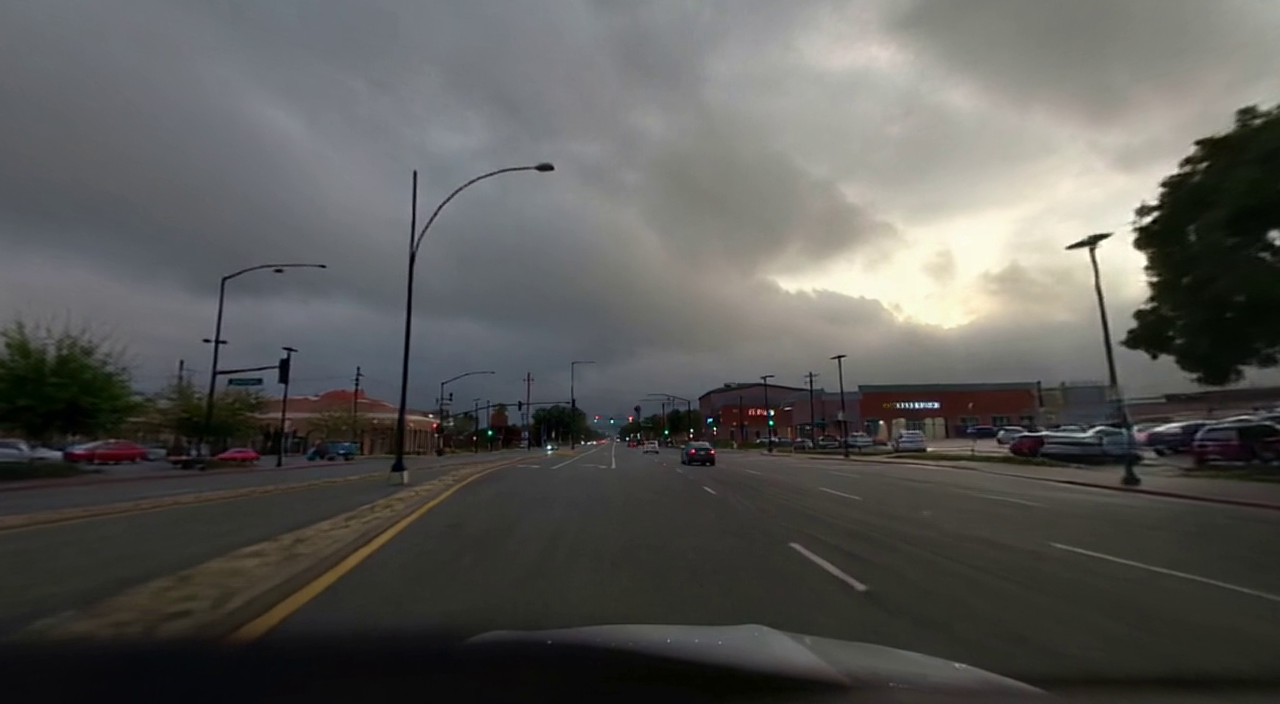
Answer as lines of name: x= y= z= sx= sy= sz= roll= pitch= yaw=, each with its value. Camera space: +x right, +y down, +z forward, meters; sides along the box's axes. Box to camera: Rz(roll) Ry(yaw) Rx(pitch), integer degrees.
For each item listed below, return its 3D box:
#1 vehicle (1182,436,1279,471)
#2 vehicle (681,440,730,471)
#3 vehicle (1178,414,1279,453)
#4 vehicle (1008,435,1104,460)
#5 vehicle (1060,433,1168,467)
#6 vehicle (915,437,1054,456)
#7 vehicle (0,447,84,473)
vehicle: x=26.185 y=4.282 z=26.690 sx=4.691 sy=1.436 sz=1.988 roll=1 pitch=-9 yaw=-4
vehicle: x=3.422 y=5.540 z=33.826 sx=2.038 sy=1.528 sz=4.259 roll=0 pitch=-8 yaw=-2
vehicle: x=38.132 y=5.076 z=38.875 sx=2.372 sy=2.254 sz=6.893 roll=5 pitch=-10 yaw=-30
vehicle: x=26.113 y=5.990 z=39.674 sx=4.726 sy=1.515 sz=1.914 roll=0 pitch=-9 yaw=-3
vehicle: x=25.897 y=5.330 z=34.483 sx=4.544 sy=1.474 sz=1.772 roll=-3 pitch=-7 yaw=-5
vehicle: x=25.550 y=7.135 z=47.752 sx=2.870 sy=1.165 sz=10.713 roll=-1 pitch=-8 yaw=-12
vehicle: x=-35.826 y=6.385 z=37.552 sx=1.684 sy=1.432 sz=4.140 roll=0 pitch=-8 yaw=-2
